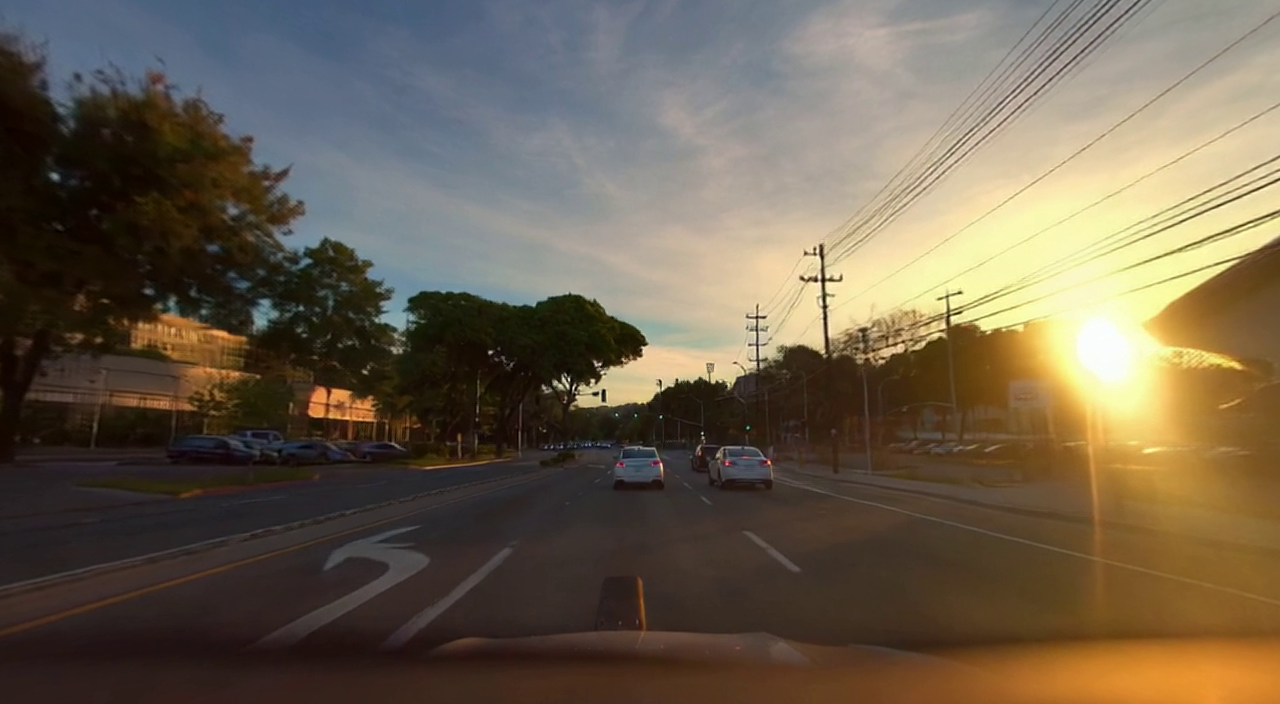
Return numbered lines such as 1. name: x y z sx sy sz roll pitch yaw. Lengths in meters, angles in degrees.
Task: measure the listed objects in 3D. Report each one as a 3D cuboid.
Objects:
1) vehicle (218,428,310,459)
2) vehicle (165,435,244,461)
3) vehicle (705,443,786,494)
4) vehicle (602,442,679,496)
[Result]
1. vehicle: -28.955 7.142 48.885 2.878 2.172 7.057 1 -8 -1
2. vehicle: -28.342 6.276 41.180 1.908 1.553 4.979 1 -9 -4
3. vehicle: 3.372 3.809 20.909 1.985 1.489 4.036 0 -9 -1
4. vehicle: -0.029 3.563 19.558 2.144 1.473 4.028 1 -9 -1
